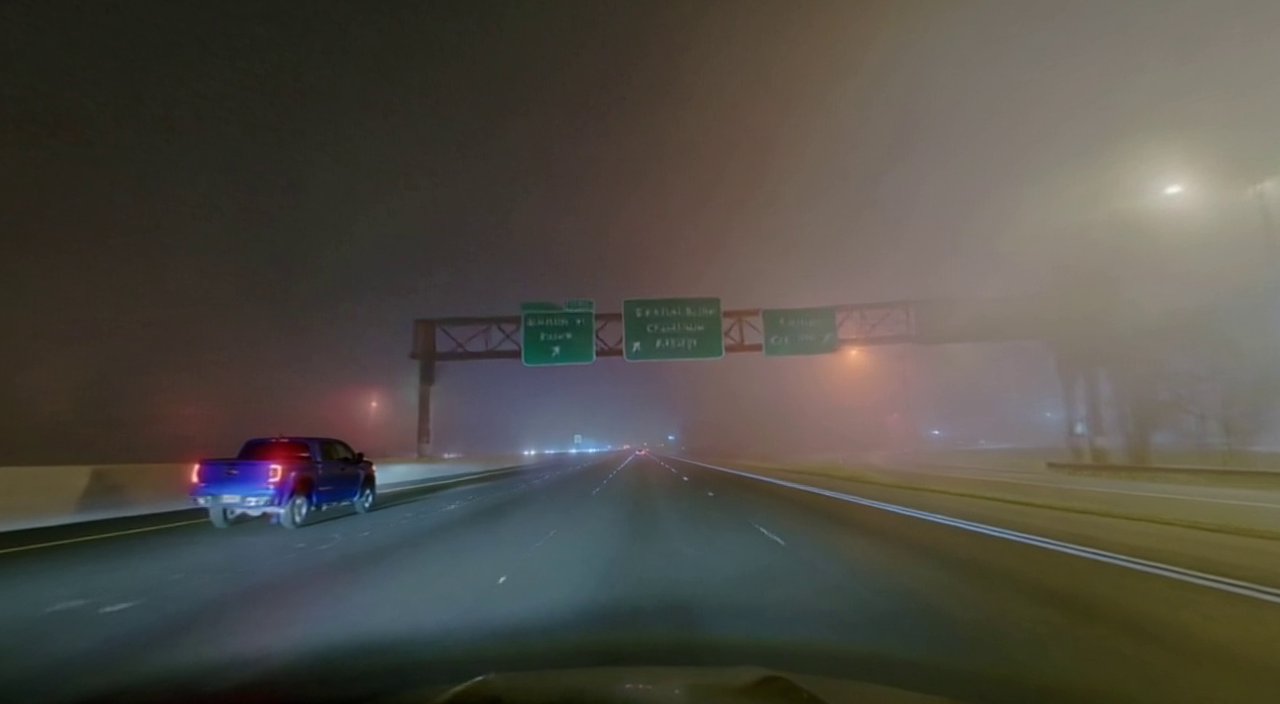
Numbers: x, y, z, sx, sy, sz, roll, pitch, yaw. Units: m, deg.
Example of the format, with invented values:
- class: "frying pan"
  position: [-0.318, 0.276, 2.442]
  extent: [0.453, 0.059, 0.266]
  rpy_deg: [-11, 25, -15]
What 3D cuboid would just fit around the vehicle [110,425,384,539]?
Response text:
- class: "vehicle"
  position: [-6.974, 2.354, 12.039]
  extent: [2.168, 1.729, 4.724]
  rpy_deg: [0, -9, 0]
